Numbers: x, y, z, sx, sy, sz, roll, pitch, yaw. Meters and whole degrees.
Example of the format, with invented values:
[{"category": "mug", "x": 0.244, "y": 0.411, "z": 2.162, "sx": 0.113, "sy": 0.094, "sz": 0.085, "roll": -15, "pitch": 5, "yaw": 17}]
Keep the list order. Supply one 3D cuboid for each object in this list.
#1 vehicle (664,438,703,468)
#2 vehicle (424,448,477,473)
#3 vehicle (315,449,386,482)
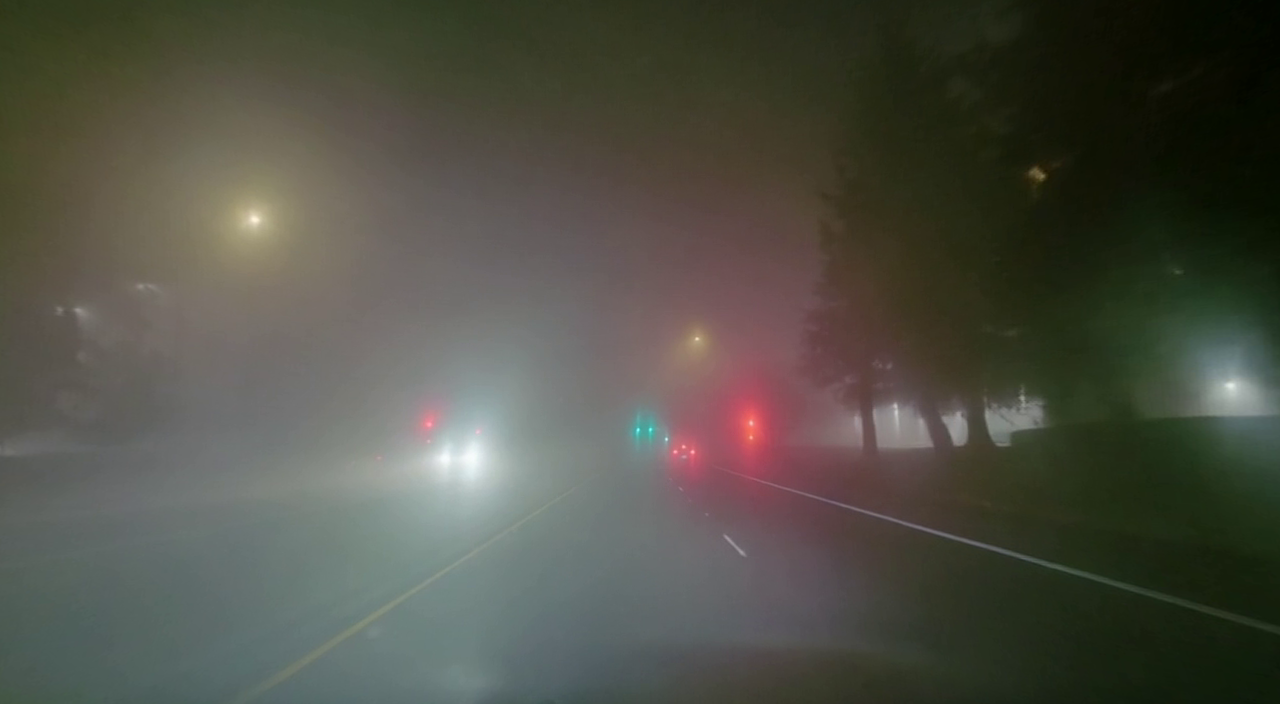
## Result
[{"category": "vehicle", "x": 2.818, "y": 6.668, "z": 41.961, "sx": 2.085, "sy": 1.828, "sz": 5.383, "roll": 0, "pitch": -8, "yaw": -1}, {"category": "vehicle", "x": -11.892, "y": 6.828, "z": 39.997, "sx": 1.890, "sy": 1.446, "sz": 4.714, "roll": 0, "pitch": -9, "yaw": 0}, {"category": "vehicle", "x": -17.040, "y": 6.658, "z": 37.439, "sx": 2.052, "sy": 1.776, "sz": 4.483, "roll": 0, "pitch": -8, "yaw": 0}]
